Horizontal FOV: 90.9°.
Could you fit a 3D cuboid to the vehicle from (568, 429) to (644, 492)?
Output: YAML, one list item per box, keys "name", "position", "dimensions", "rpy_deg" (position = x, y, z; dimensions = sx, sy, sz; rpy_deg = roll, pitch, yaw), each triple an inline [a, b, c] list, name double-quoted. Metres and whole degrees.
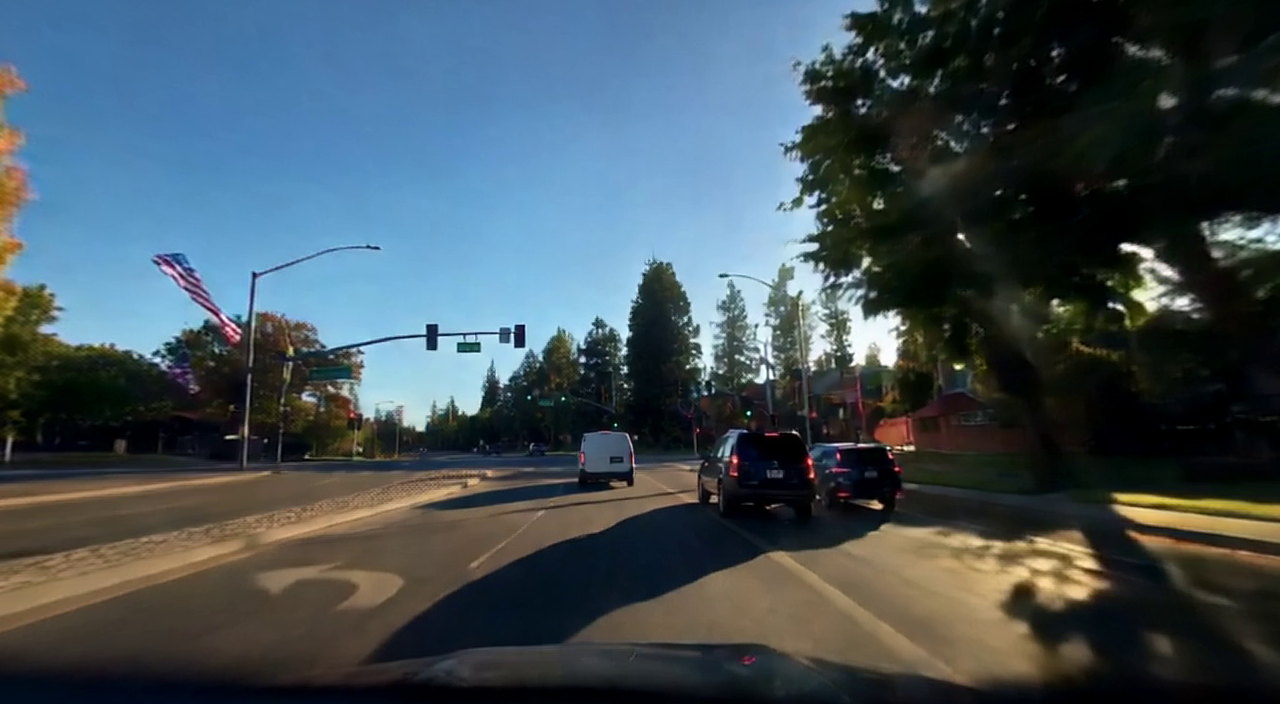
- name: "vehicle"
  position: [-1.241, 3.515, 20.761]
  dimensions: [2.185, 1.822, 4.583]
  rpy_deg: [1, -9, -7]

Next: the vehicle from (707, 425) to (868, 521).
- name: "vehicle"
  position: [2.909, 2.517, 13.654]
  dimensions: [2.024, 1.686, 4.588]
  rpy_deg: [0, -9, -5]
